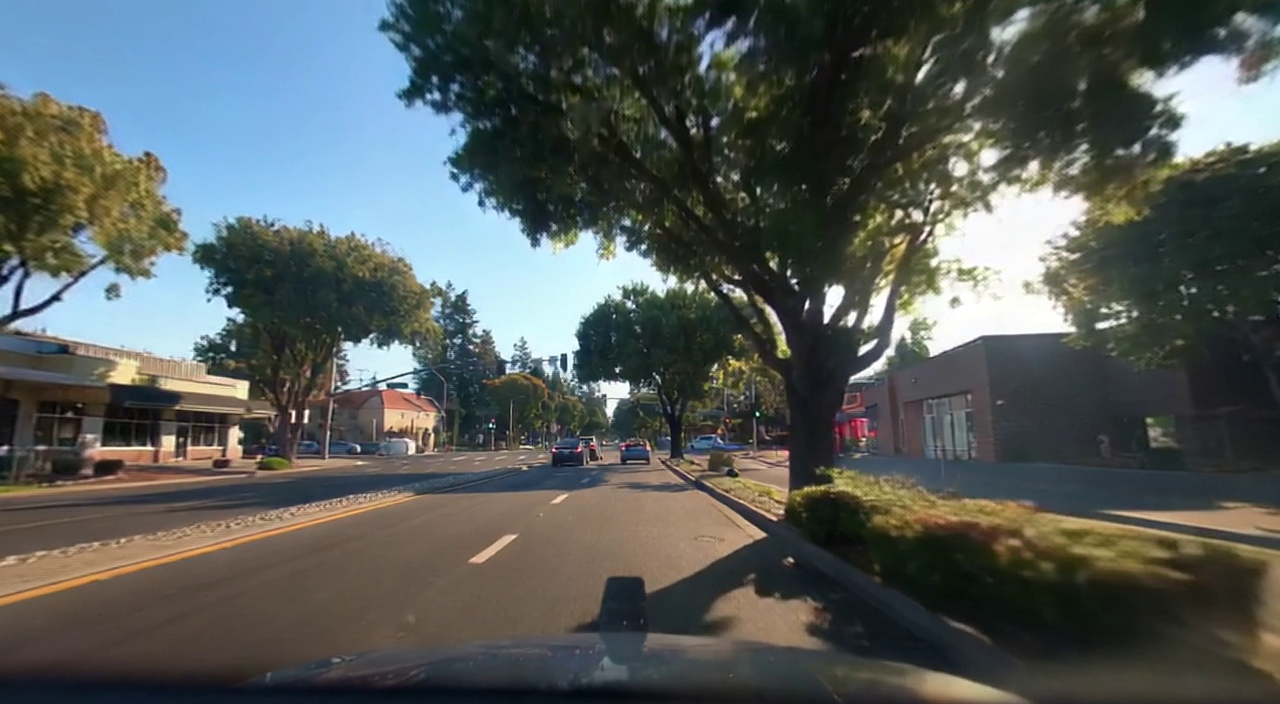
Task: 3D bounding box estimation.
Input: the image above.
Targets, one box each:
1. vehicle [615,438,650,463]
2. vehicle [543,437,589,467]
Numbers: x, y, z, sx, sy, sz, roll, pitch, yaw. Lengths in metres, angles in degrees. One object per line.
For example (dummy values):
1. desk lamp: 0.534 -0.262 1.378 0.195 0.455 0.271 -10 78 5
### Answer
1. vehicle: -0.484 6.112 39.278 2.066 1.482 3.923 0 -8 -1
2. vehicle: -3.899 5.386 34.060 1.942 1.497 4.561 0 -8 0
